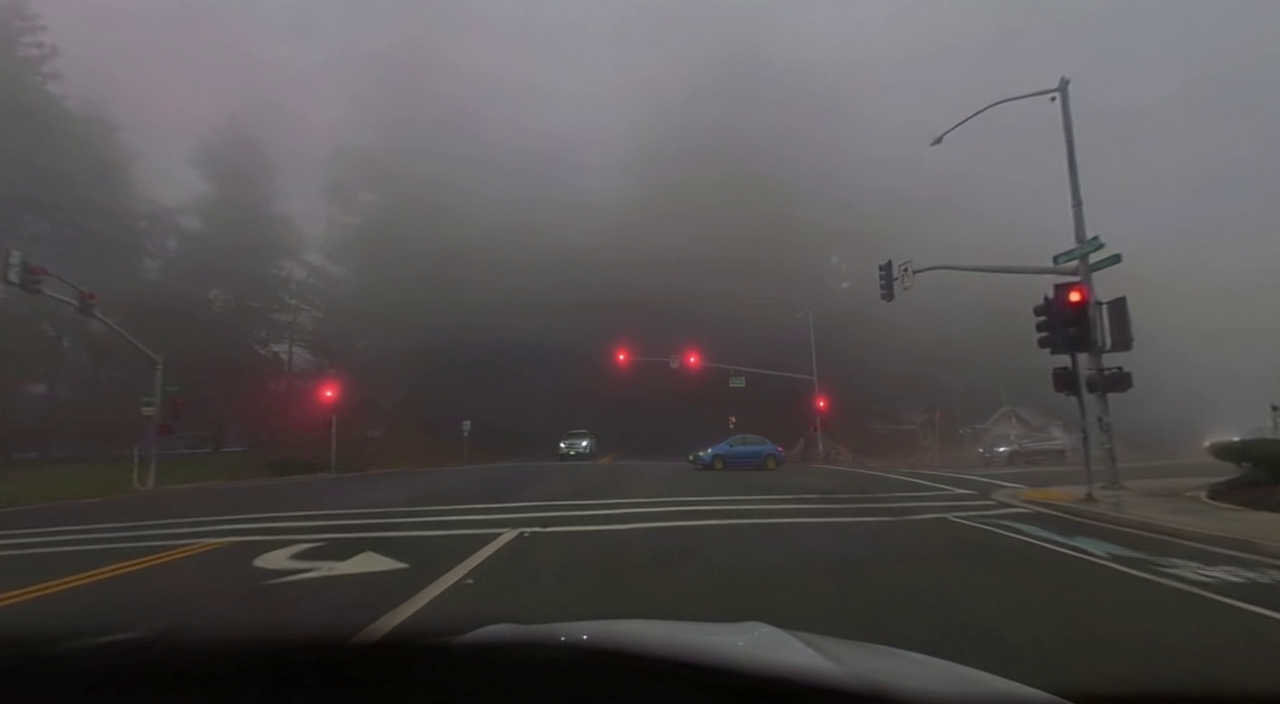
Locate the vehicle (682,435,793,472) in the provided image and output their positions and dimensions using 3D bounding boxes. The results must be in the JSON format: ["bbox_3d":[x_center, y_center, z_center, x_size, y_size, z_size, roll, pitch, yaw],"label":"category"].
[{"bbox_3d":[4.188,4.310,26.999,4.528,1.482,1.864,5,-10,-31],"label":"vehicle"}]

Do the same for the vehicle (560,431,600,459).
[{"bbox_3d":[-3.789,5.965,40.408,2.140,1.638,4.259,0,-8,0],"label":"vehicle"}]

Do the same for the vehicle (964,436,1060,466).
[{"bbox_3d":[19.564,5.186,33.155,4.377,1.523,1.877,3,-9,-19],"label":"vehicle"}]
